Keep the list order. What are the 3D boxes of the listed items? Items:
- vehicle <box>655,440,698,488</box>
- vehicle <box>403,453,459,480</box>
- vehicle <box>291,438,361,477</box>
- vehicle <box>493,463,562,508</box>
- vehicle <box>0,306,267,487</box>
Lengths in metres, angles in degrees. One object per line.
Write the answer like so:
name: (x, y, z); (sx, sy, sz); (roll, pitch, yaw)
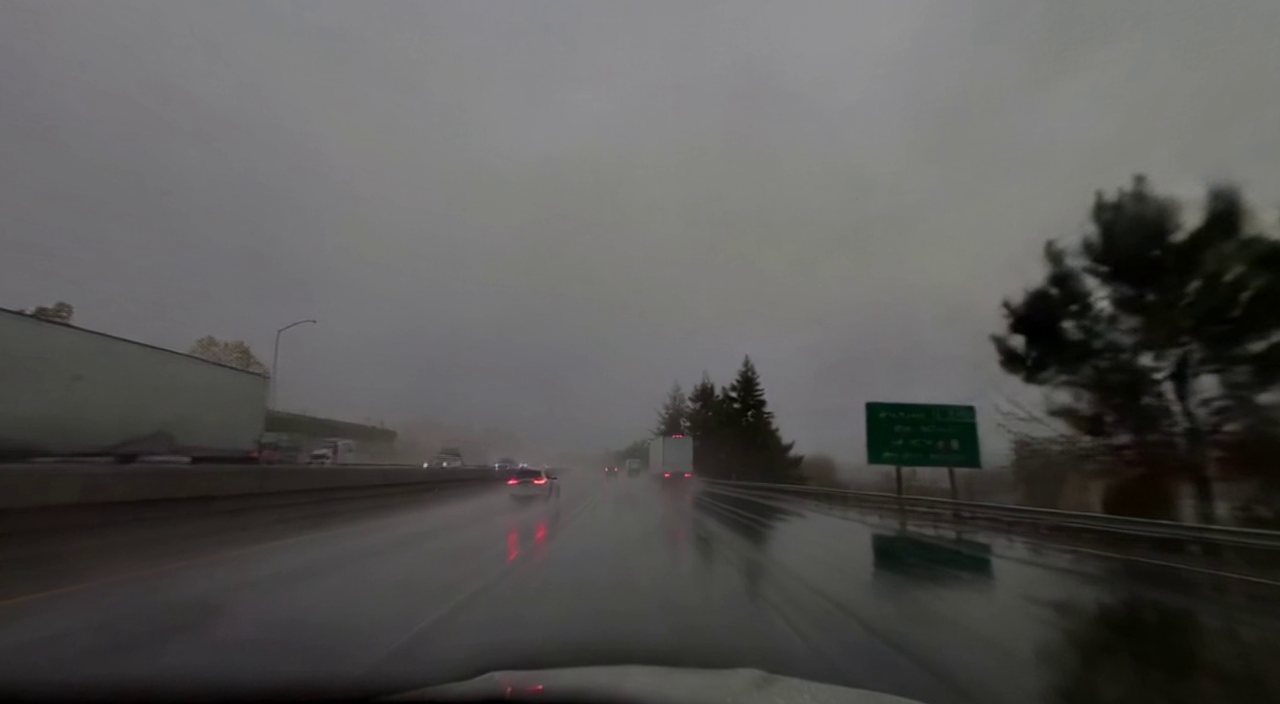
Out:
vehicle: (2.785, 8.911, 49.915); (2.738, 3.456, 7.520); (1, -11, -2)
vehicle: (-12.210, 6.769, 37.044); (1.874, 1.446, 4.444); (1, -11, -2)
vehicle: (-22.337, 7.618, 45.157); (2.275, 2.518, 5.911); (2, -11, -5)
vehicle: (-4.031, 4.865, 23.202); (1.868, 1.485, 3.770); (1, -11, -1)
vehicle: (-15.705, 1.549, 17.062); (2.800, 3.967, 14.034); (1, -11, -1)
